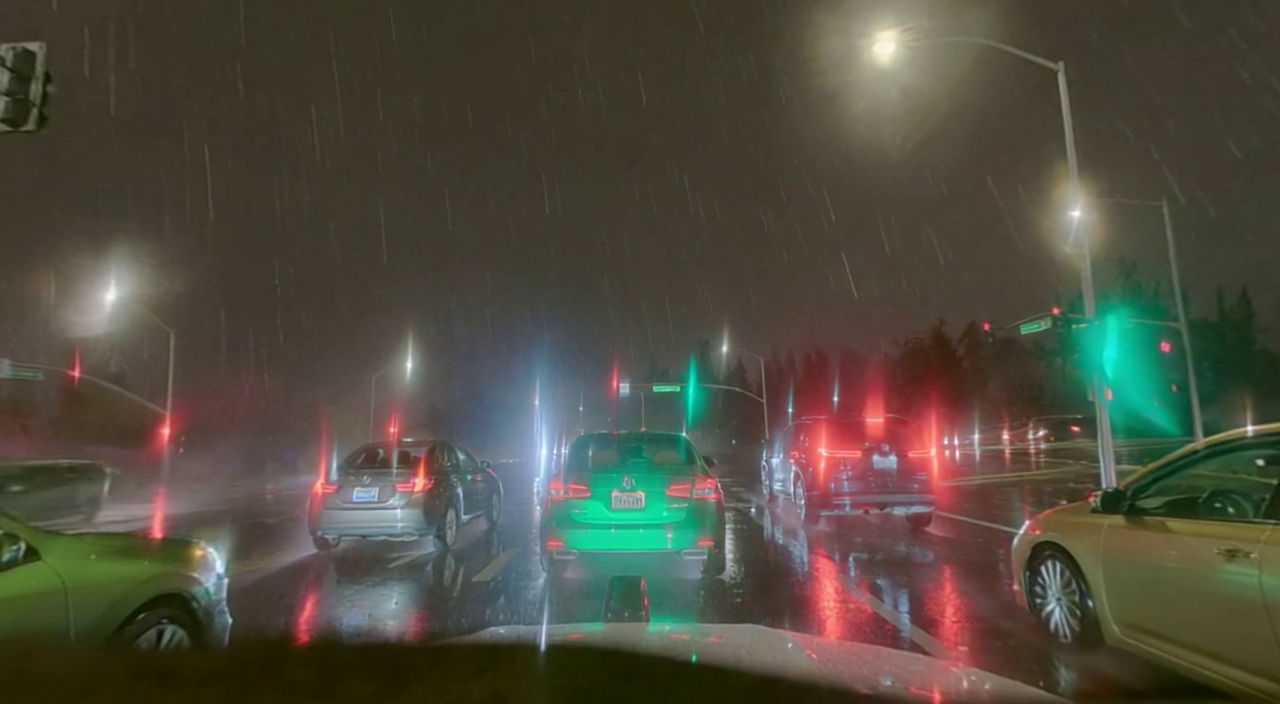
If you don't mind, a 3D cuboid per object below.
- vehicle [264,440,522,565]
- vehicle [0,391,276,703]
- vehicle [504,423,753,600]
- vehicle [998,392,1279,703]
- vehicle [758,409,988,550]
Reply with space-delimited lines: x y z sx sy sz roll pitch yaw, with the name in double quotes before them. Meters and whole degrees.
"vehicle" -3.302 2.080 9.577 1.995 1.436 4.373 -1 -8 2
"vehicle" -3.477 0.861 1.906 2.016 1.547 4.414 0 -8 1
"vehicle" -0.122 1.682 7.556 2.140 1.499 4.119 0 -8 -1
"vehicle" 3.936 0.977 3.137 1.800 1.519 4.198 0 -8 0
"vehicle" 3.310 1.898 10.019 1.992 1.744 4.183 0 -8 0
